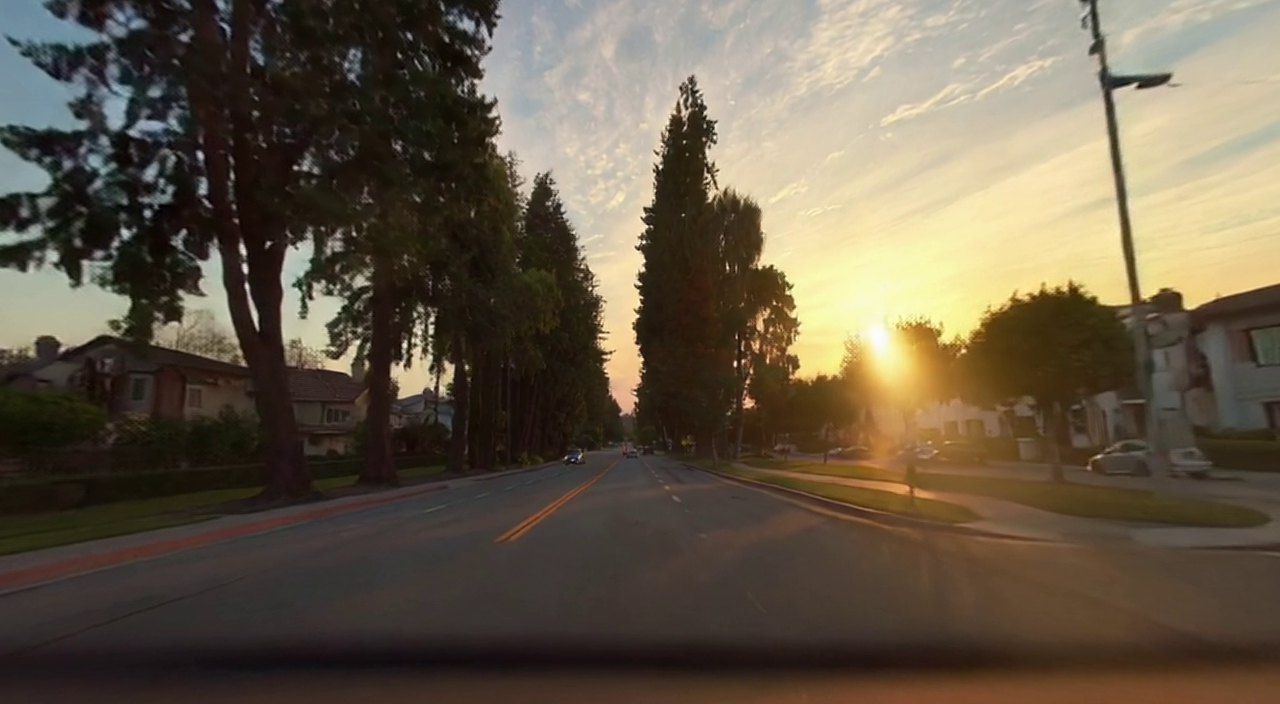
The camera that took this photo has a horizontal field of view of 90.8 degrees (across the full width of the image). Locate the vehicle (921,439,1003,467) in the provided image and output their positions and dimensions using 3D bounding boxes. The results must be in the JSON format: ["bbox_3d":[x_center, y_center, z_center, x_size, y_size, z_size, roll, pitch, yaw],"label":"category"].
[{"bbox_3d":[17.759,5.593,35.110,1.813,1.464,4.925,0,-9,-2],"label":"vehicle"}]

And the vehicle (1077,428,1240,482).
[{"bbox_3d":[18.200,3.648,22.540,1.936,1.722,4.562,0,-9,1],"label":"vehicle"}]
